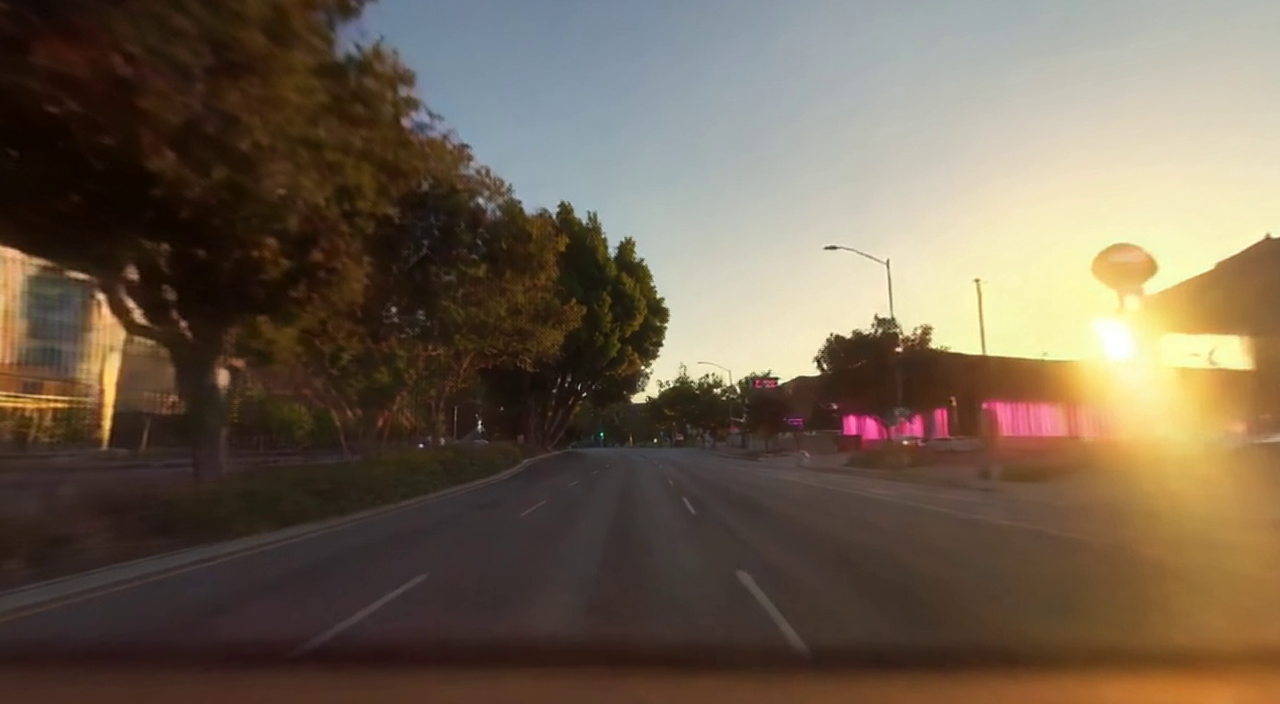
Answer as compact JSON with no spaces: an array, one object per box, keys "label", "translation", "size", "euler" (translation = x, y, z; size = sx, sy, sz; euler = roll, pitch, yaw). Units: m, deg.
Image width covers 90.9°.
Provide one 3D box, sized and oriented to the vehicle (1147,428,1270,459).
[{"label":"vehicle","translation":[36.374,5.887,40.503],"size":[5.218,1.927,2.387],"euler":[-1,-9,10]}]
